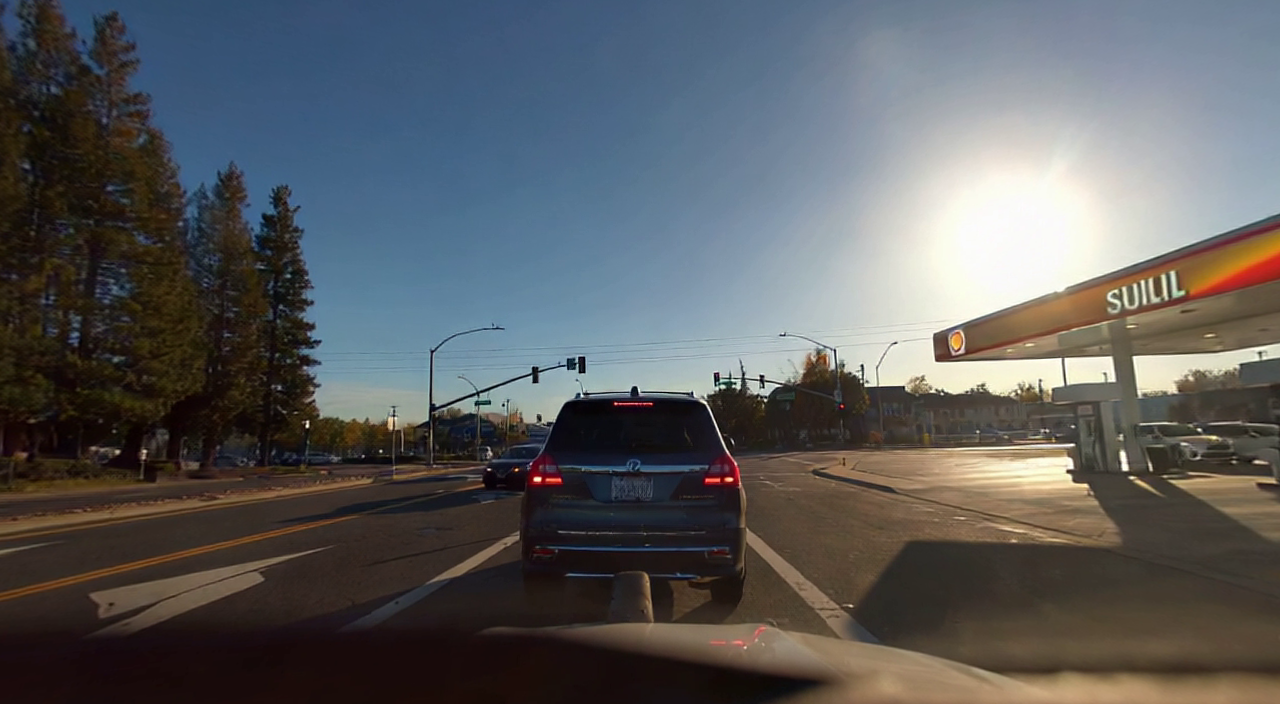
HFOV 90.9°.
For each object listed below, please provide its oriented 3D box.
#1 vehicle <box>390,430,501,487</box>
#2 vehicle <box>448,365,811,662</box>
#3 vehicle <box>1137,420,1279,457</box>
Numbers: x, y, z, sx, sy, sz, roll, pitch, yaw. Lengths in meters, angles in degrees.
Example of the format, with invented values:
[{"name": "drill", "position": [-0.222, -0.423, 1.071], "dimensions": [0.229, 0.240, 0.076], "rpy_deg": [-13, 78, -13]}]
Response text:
[{"name": "vehicle", "position": [-6.641, 3.709, 22.179], "dimensions": [2.065, 1.753, 4.525], "rpy_deg": [-1, -9, 6]}, {"name": "vehicle", "position": [0.016, 1.316, 6.132], "dimensions": [2.236, 1.819, 4.291], "rpy_deg": [-1, -9, 3]}, {"name": "vehicle", "position": [25.947, 3.968, 28.777], "dimensions": [4.551, 1.616, 1.973], "rpy_deg": [-2, -9, 11]}]
